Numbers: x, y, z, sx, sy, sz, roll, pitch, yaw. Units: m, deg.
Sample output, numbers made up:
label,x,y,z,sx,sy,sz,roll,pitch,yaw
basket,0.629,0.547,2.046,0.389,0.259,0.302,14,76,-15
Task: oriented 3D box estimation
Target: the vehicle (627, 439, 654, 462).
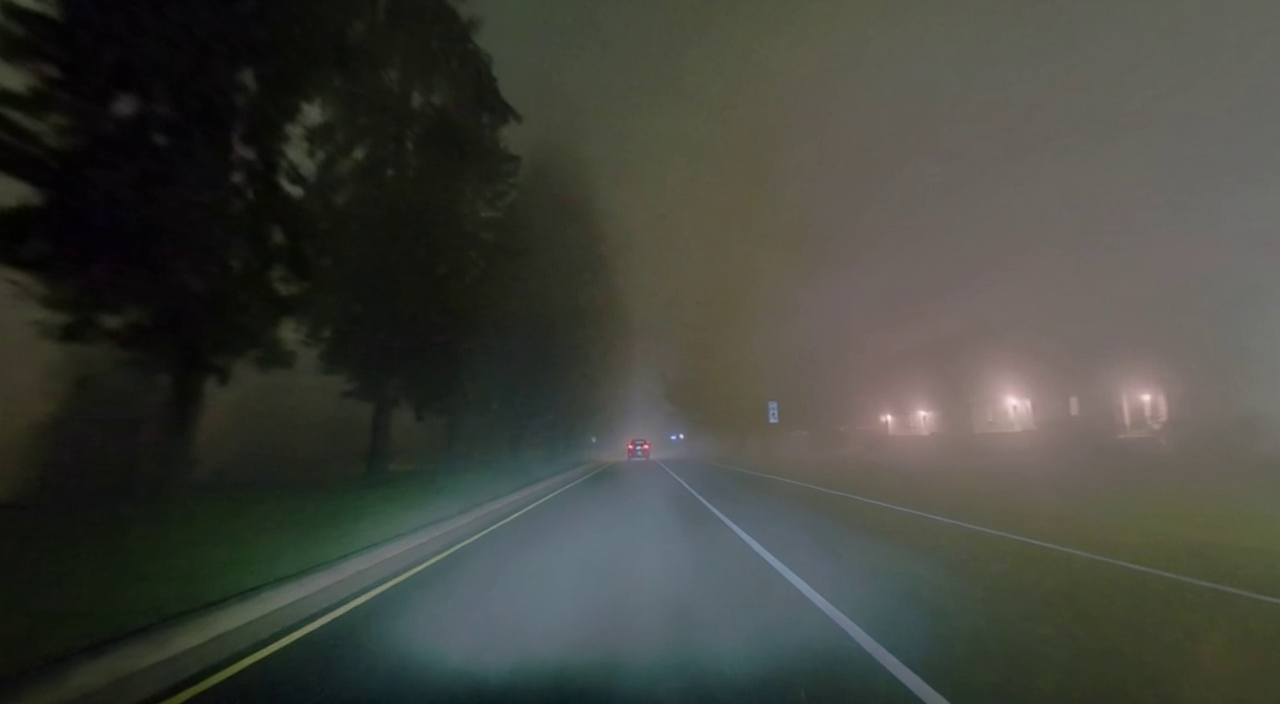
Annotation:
label,x,y,z,sx,sy,sz,roll,pitch,yaw
vehicle,0.036,7.762,49.905,2.016,1.665,3.932,0,-8,0
